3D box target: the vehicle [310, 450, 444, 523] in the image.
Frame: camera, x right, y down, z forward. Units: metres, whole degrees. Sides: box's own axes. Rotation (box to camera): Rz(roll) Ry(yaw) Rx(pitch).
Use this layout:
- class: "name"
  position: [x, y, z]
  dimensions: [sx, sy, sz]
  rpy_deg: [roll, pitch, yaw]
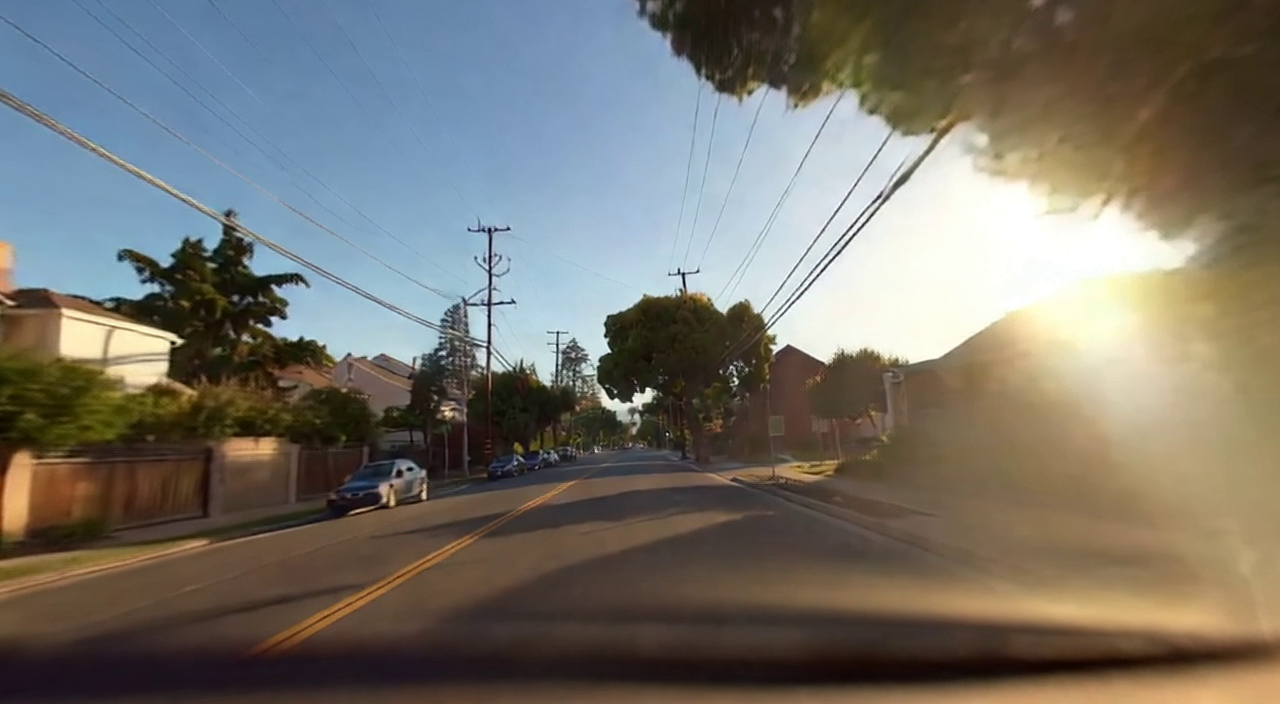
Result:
- class: "vehicle"
  position: [-7.236, 3.691, 17.905]
  dimensions: [1.869, 1.442, 4.344]
  rpy_deg: [-9, -8, -1]

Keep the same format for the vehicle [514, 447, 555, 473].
- class: "vehicle"
  position: [-7.612, 7.804, 46.098]
  dimensions: [1.839, 1.494, 4.757]
  rpy_deg: [-9, -9, 2]

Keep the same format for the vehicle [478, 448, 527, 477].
- class: "vehicle"
  position: [-7.757, 6.271, 35.997]
  dimensions: [1.949, 1.512, 3.818]
  rpy_deg: [0, -8, 0]
